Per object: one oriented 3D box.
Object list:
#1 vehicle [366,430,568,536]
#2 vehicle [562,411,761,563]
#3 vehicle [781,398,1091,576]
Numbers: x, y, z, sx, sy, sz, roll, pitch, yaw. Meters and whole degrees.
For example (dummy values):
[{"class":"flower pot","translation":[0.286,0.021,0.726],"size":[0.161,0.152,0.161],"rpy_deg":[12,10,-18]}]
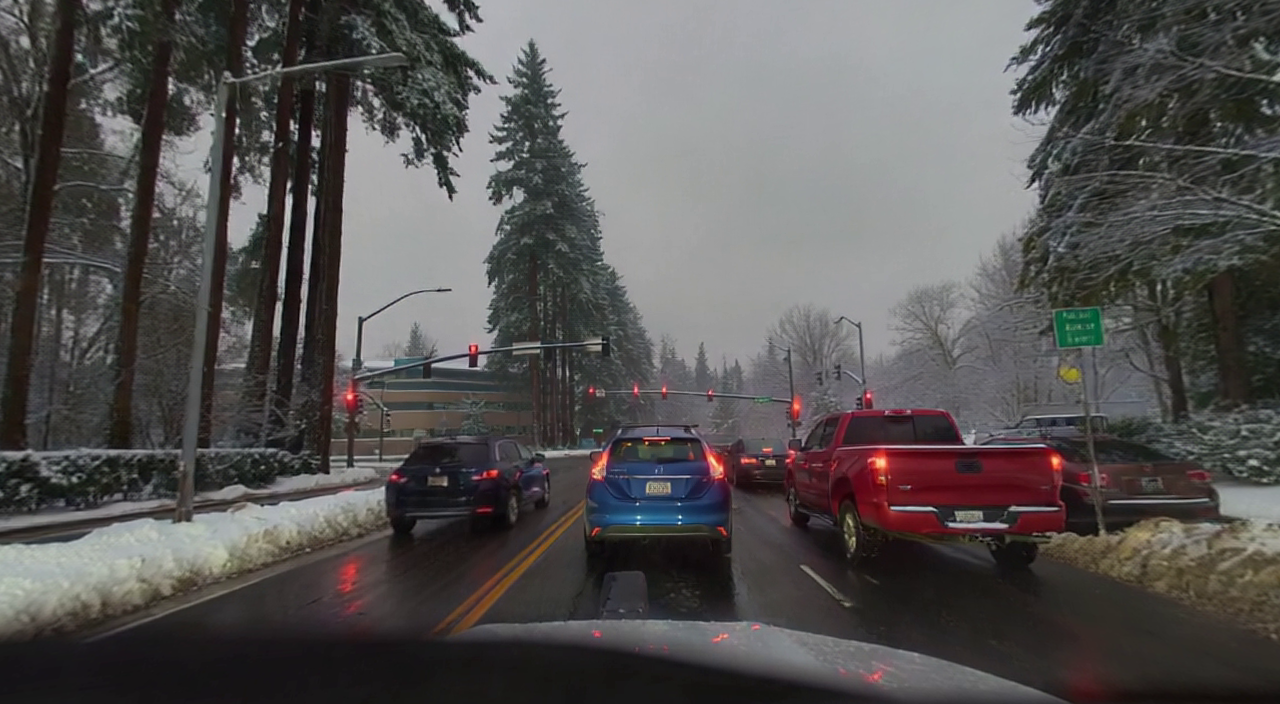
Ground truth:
[{"class":"vehicle","translation":[-2.771,2.257,11.626],"size":[2.133,1.496,5.150],"rpy_deg":[0,-8,2]},{"class":"vehicle","translation":[0.239,1.777,8.973],"size":[2.168,1.641,4.039],"rpy_deg":[0,-8,0]},{"class":"vehicle","translation":[3.379,1.633,8.380],"size":[2.099,1.725,4.290],"rpy_deg":[0,-8,2]}]
